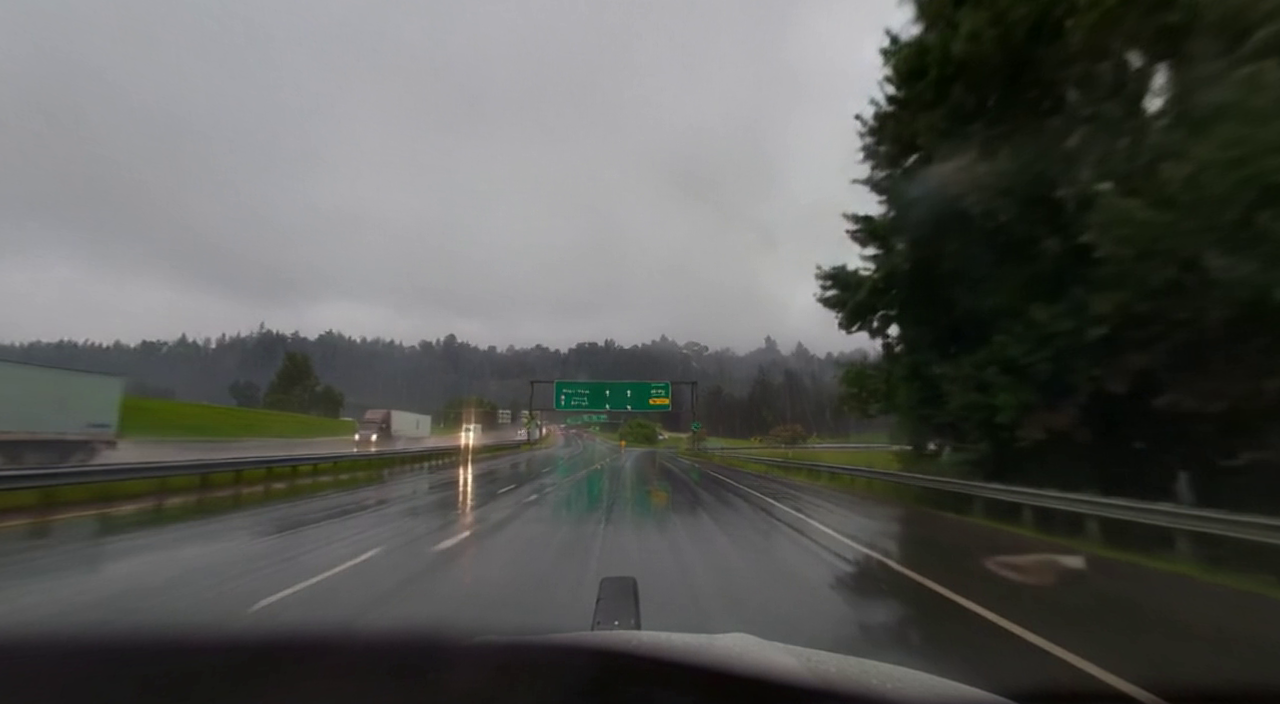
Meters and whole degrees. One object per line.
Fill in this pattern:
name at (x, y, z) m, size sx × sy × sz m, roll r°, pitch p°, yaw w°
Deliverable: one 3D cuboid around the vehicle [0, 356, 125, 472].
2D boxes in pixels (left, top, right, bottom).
vehicle at (-23.659, 1.907, 20.079) m, size 2.832 × 3.989 × 14.520 m, roll 0°, pitch -8°, yaw -3°
